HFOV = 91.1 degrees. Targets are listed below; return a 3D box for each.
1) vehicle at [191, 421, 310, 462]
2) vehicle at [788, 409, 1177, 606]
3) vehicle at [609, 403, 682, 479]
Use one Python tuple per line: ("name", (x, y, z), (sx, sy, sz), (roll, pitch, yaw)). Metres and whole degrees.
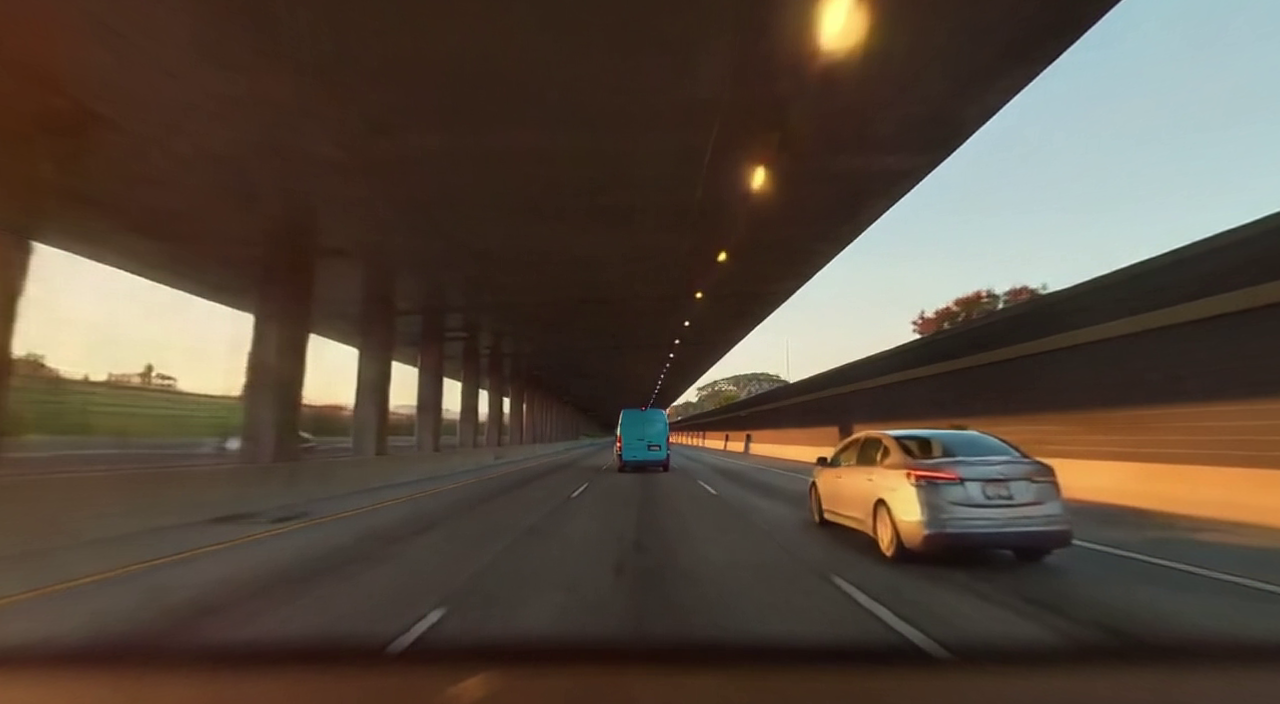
("vehicle", (-16.311, 3.779, 26.653), (2.113, 1.579, 4.531), (0, -8, 0))
("vehicle", (3.242, 1.526, 7.149), (2.095, 1.553, 4.069), (0, -8, 0))
("vehicle", (0.160, 3.268, 23.284), (2.404, 2.459, 5.229), (0, -8, 0))
